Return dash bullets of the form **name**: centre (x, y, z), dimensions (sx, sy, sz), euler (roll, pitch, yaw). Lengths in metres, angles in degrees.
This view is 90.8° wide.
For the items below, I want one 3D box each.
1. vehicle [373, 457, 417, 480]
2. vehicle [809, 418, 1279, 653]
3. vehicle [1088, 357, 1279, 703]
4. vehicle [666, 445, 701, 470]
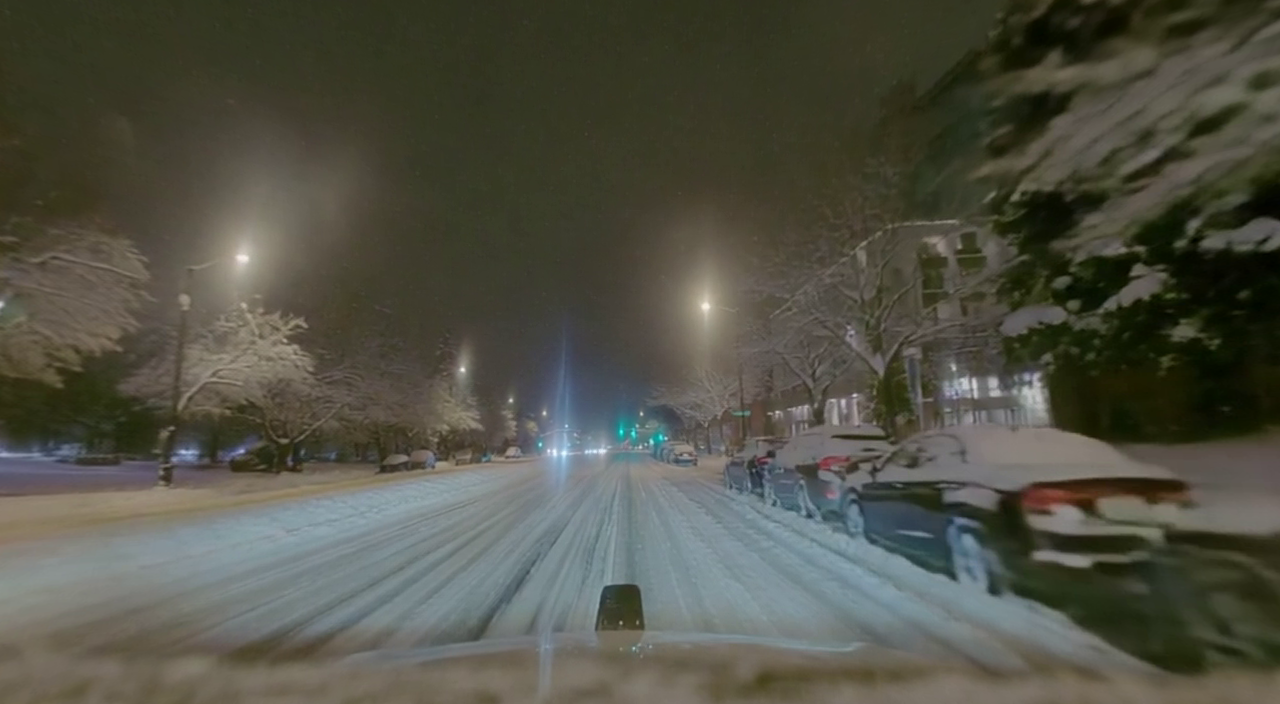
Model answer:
- **vehicle**: centre (-18.901, 8.964, 48.909), dimensions (1.791, 1.461, 4.496), euler (-4, -8, -2)
- **vehicle**: centre (3.313, 1.519, 6.422), dimensions (1.825, 1.488, 4.604), euler (0, -8, -1)
- **vehicle**: centre (3.793, 0.651, 1.424), dimensions (1.909, 1.647, 4.846), euler (0, -8, -1)
- **vehicle**: centre (2.793, 6.859, 41.345), dimensions (1.924, 1.492, 4.587), euler (0, -8, 0)
